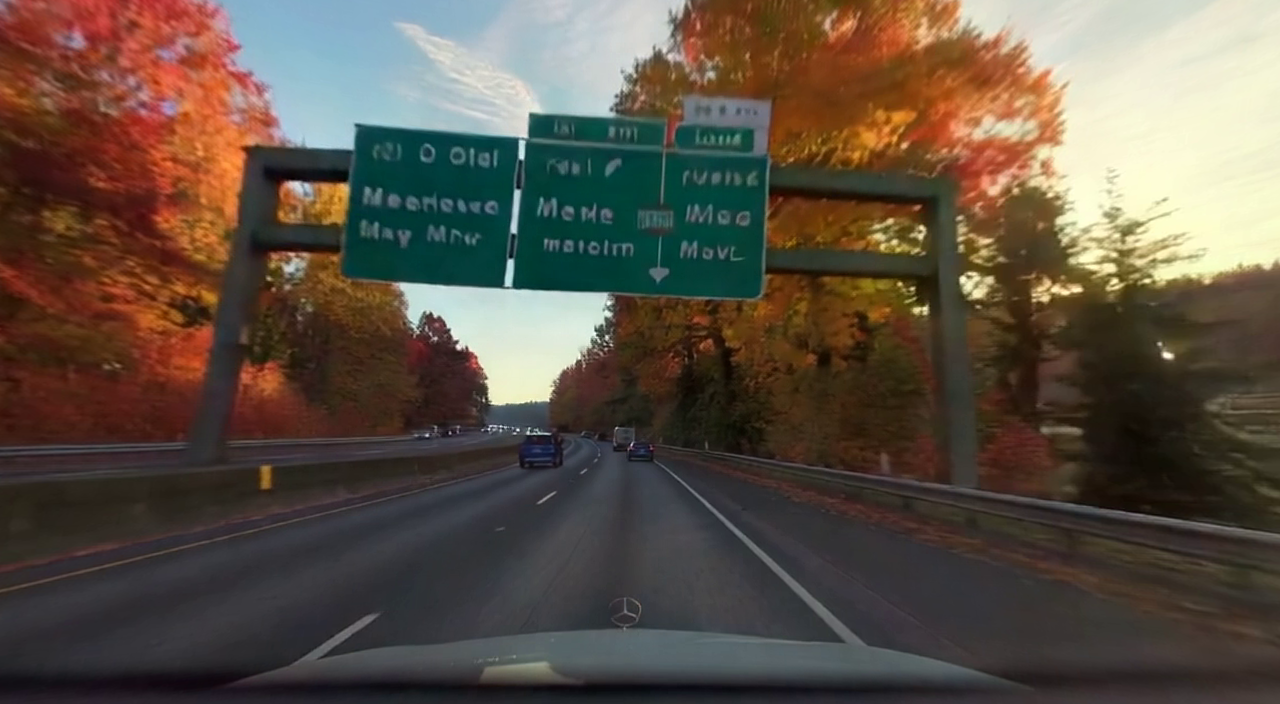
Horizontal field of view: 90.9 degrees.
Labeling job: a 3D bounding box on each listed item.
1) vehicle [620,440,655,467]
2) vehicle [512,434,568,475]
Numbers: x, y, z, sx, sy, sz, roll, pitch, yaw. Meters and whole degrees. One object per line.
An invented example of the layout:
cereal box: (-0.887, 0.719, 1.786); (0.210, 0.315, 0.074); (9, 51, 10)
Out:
vehicle: (-0.205, 6.029, 37.652); (1.939, 1.497, 3.863); (0, -8, -2)
vehicle: (-4.493, 4.656, 28.815); (1.924, 1.720, 4.195); (0, -8, -1)
